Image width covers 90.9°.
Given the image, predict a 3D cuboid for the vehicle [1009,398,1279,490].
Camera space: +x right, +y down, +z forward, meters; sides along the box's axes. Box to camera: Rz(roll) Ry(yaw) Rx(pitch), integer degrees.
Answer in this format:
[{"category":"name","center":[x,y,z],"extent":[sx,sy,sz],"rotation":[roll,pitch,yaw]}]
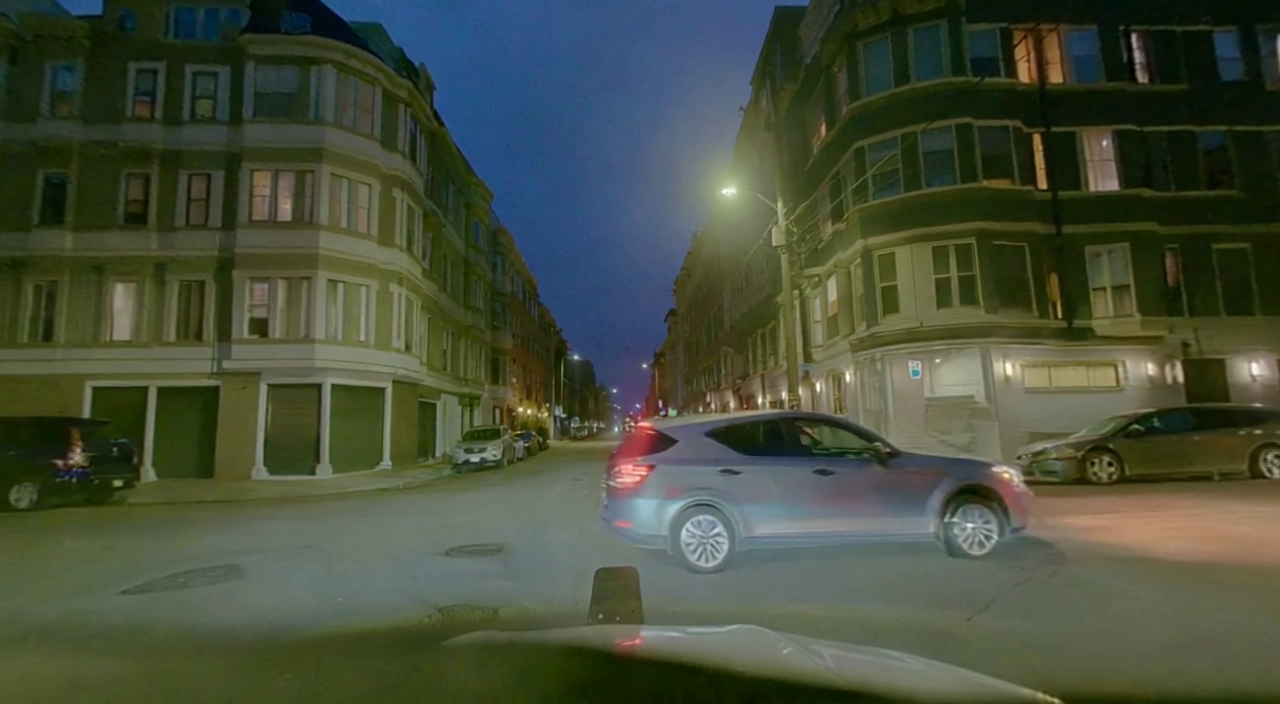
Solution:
[{"category":"vehicle","center":[9.729,1.666,11.520],"extent":[4.711,1.506,1.983],"rotation":[0,-8,-3]}]

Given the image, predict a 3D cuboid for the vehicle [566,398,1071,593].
[{"category":"vehicle","center":[1.521,1.288,6.413],"extent":[4.469,1.566,1.993],"rotation":[1,-6,-7]}]

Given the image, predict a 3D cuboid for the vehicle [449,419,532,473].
[{"category":"vehicle","center":[-4.403,2.821,19.090],"extent":[1.882,1.459,3.518],"rotation":[0,-8,-4]}]

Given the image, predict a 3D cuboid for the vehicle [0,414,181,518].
[{"category":"vehicle","center":[-11.155,1.927,10.934],"extent":[4.679,1.631,2.025],"rotation":[0,-8,-2]}]
